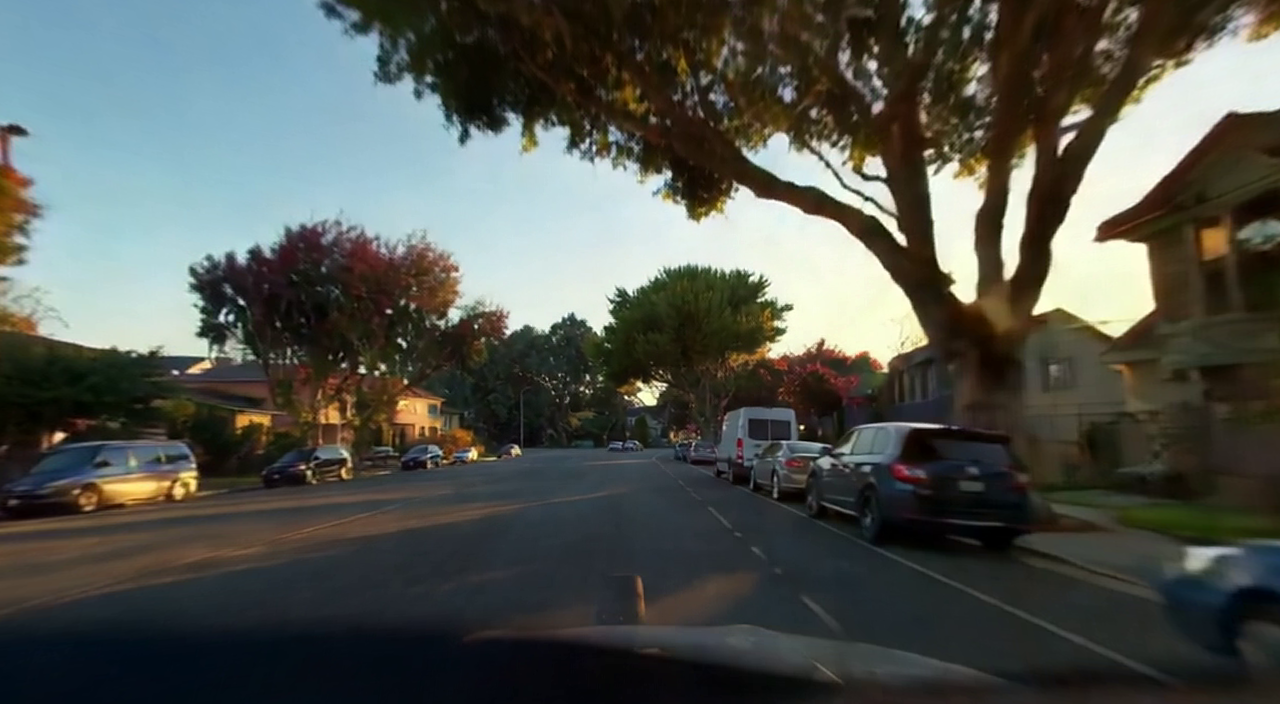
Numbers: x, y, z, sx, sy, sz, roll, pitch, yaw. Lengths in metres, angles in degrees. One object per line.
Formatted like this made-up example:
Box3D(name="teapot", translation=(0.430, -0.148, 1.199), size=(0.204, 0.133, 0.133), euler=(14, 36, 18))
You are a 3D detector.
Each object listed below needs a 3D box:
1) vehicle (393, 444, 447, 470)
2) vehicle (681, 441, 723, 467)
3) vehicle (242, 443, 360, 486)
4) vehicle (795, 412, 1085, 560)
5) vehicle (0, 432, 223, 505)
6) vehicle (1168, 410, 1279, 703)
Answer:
Box3D(name="vehicle", translation=(-14.354, 6.852, 41.491), size=(1.923, 1.535, 4.862), euler=(0, -8, -1))
Box3D(name="vehicle", translation=(3.709, 6.208, 38.602), size=(1.956, 1.468, 4.524), euler=(0, -8, -2))
Box3D(name="vehicle", translation=(-14.050, 4.667, 26.642), size=(2.045, 1.636, 5.214), euler=(0, -8, 0))
Box3D(name="vehicle", translation=(4.072, 1.901, 9.688), size=(2.067, 1.706, 4.506), euler=(0, -8, -2))
Box3D(name="vehicle", translation=(-15.624, 3.250, 17.934), size=(5.783, 1.904, 2.289), euler=(0, -9, -3))
Box3D(name="vehicle", translation=(4.200, 0.823, 1.608), size=(1.862, 1.515, 4.233), euler=(0, -9, -4))
